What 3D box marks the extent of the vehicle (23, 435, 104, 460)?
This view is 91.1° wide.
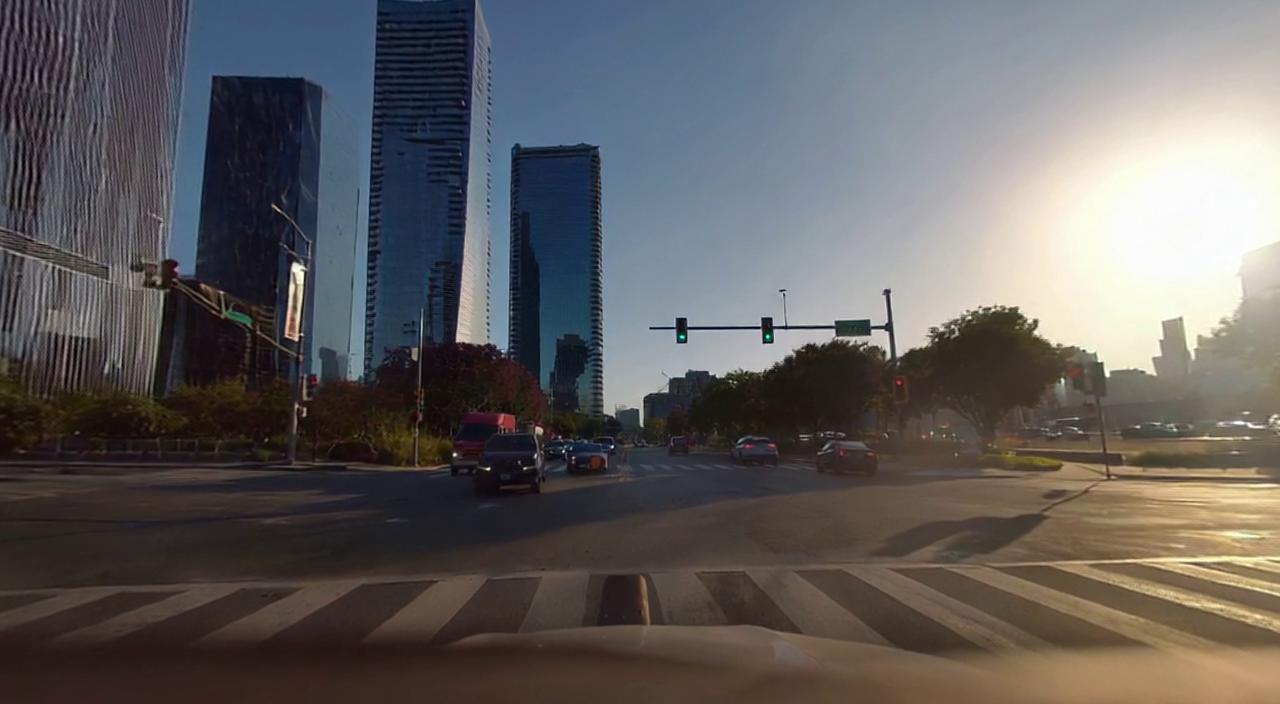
[{"bbox_3d":[-35.491,5.919,38.771,1.628,1.448,3.621,0,-9,-2],"label":"vehicle"}]

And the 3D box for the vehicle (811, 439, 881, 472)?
[{"bbox_3d":[9.964,5.035,30.793,1.896,1.463,4.296,0,-8,-1],"label":"vehicle"}]

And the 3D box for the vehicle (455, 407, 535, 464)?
[{"bbox_3d":[-9.213,5.411,40.889,3.191,3.314,7.914,0,-7,1],"label":"vehicle"}]

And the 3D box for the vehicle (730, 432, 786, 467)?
[{"bbox_3d":[6.343,5.327,34.379,2.098,1.723,4.881,0,-8,0],"label":"vehicle"}]

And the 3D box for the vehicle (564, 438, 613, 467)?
[{"bbox_3d":[-2.738,5.485,34.513,2.147,1.481,4.331,0,-8,3],"label":"vehicle"}]

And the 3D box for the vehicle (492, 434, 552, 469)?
[{"bbox_3d":[-6.052,5.178,32.664,2.182,1.677,4.384,0,-9,1],"label":"vehicle"}]
